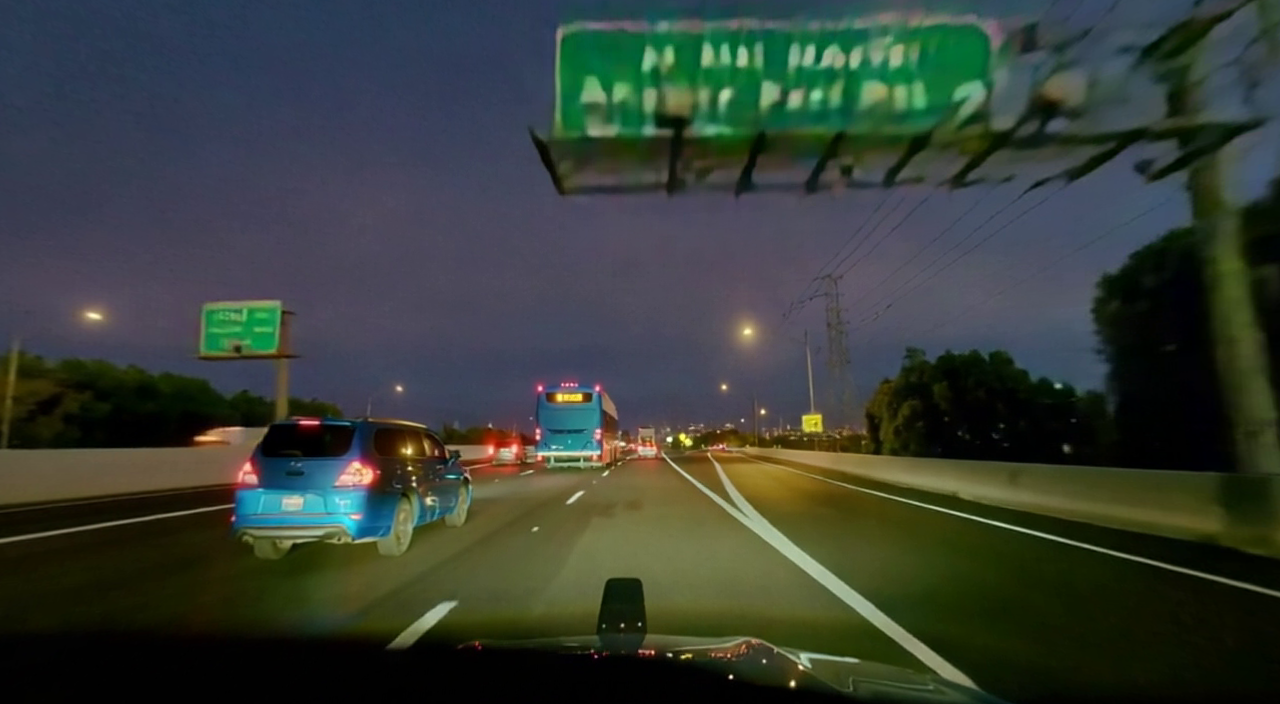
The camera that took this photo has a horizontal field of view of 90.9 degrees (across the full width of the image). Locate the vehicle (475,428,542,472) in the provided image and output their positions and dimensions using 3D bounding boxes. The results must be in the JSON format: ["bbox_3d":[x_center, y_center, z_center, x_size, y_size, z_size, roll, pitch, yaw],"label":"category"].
[{"bbox_3d":[-6.978,5.309,34.336,2.282,2.116,6.030,0,-8,1],"label":"vehicle"}]

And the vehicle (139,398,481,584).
[{"bbox_3d":[-3.645,1.616,8.093,2.021,1.730,4.223,0,-8,1],"label":"vehicle"}]

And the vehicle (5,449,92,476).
[{"bbox_3d":[-32.076,5.961,34.306,1.451,1.350,3.282,0,-8,3],"label":"vehicle"}]

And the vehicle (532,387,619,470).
[{"bbox_3d":[-3.139,4.407,34.700,3.382,3.712,11.766,1,-9,1],"label":"vehicle"}]

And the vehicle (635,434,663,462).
[{"bbox_3d":[0.671,7.375,48.467,2.083,2.001,4.782,0,-8,0],"label":"vehicle"}]
